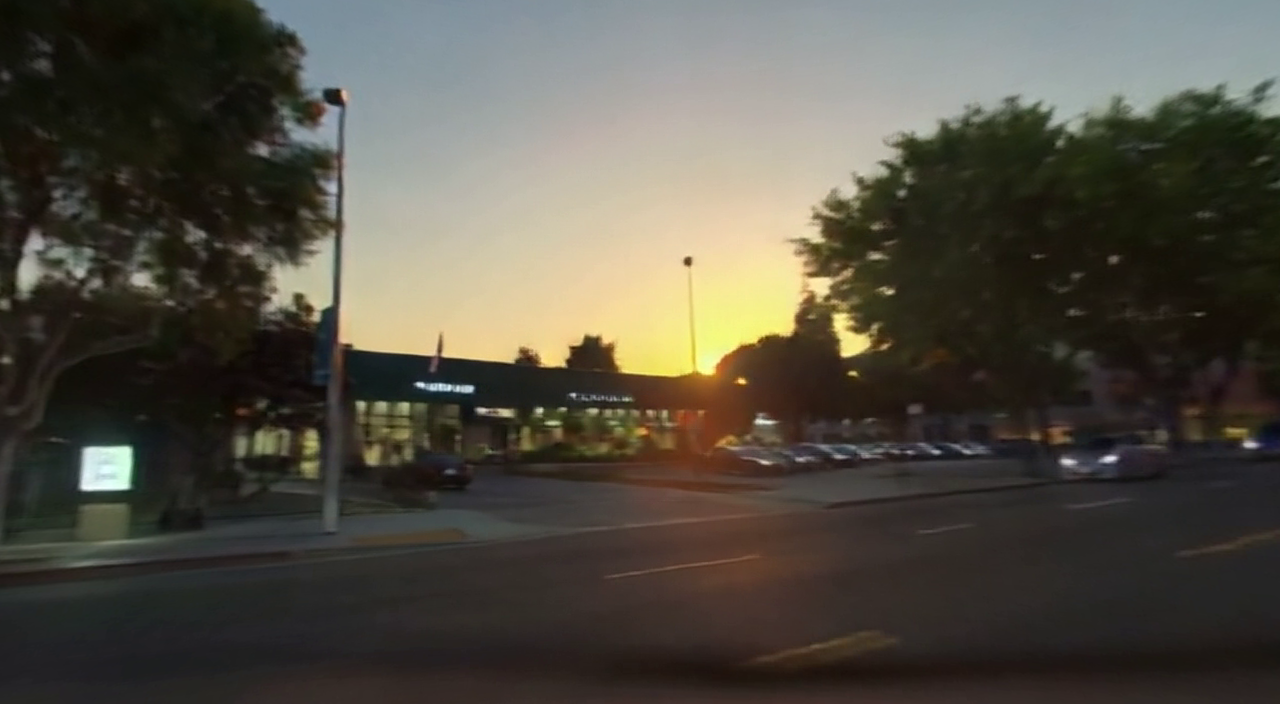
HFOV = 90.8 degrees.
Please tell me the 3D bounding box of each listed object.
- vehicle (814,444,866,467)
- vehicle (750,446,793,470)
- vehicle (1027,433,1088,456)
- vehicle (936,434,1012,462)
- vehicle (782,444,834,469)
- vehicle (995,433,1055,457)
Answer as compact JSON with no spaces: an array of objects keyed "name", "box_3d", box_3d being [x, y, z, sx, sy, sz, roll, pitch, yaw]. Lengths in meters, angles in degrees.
[{"name":"vehicle","box_3d":[14.015,7.260,44.552,2.102,1.541,4.416,0,-8,-1]},{"name":"vehicle","box_3d":[8.613,6.977,41.756,2.130,1.458,4.157,-1,-9,3]},{"name":"vehicle","box_3d":[30.612,6.835,46.425,1.856,1.463,3.746,-2,-10,0]},{"name":"vehicle","box_3d":[22.188,6.424,42.265,2.112,1.719,5.483,0,-8,0]},{"name":"vehicle","box_3d":[11.056,6.903,41.992,2.121,1.541,5.124,0,-8,1]},{"name":"vehicle","box_3d":[27.769,6.770,45.717,1.858,1.485,3.786,-2,-11,0]}]
